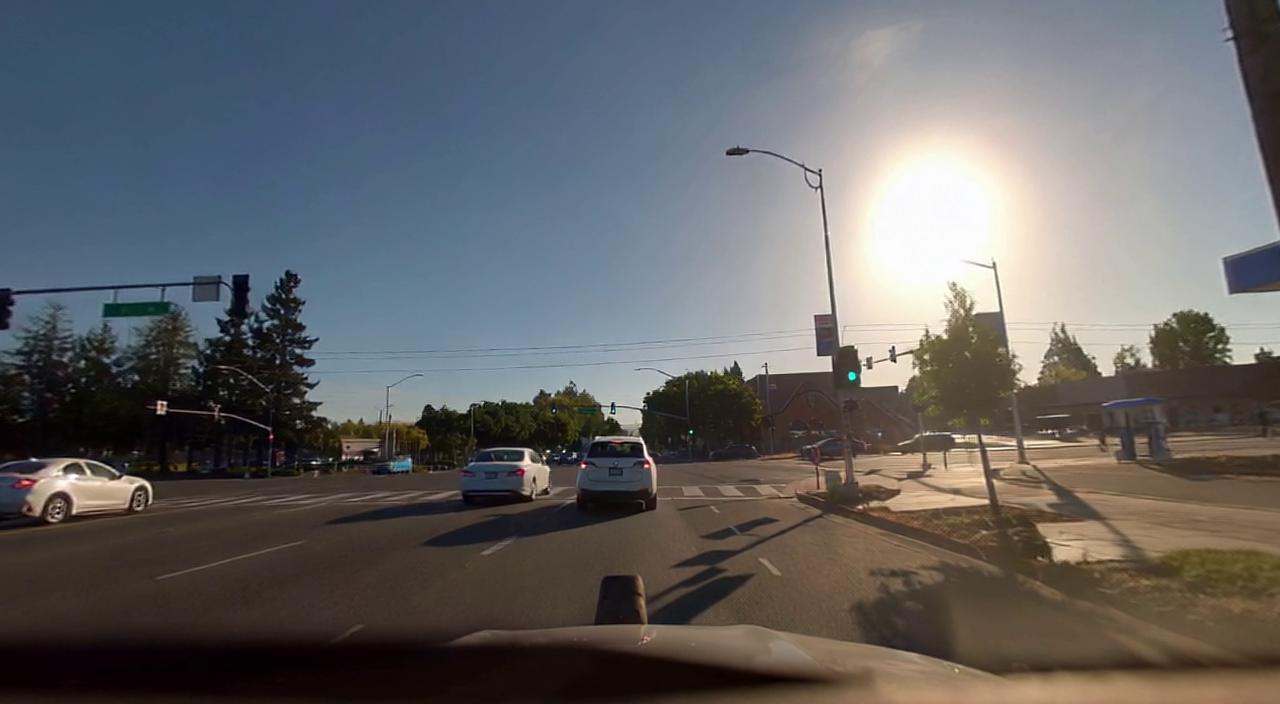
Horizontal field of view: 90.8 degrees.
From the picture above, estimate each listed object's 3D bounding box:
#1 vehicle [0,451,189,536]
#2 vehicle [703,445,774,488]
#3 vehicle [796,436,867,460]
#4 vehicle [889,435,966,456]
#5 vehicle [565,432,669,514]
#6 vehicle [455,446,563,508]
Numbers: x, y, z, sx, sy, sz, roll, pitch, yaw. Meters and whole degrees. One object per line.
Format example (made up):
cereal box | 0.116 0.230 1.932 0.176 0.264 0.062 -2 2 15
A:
vehicle | -13.455 3.193 14.967 1.995 1.626 4.592 0 -8 2
vehicle | 3.901 4.369 24.494 1.976 1.462 4.342 -3 -9 18
vehicle | 13.861 6.974 45.951 4.524 1.681 1.823 0 -8 0
vehicle | 20.720 6.762 45.668 4.700 1.417 1.789 0 -8 2
vehicle | -0.467 2.888 15.629 2.210 1.722 4.215 0 -8 1
vehicle | -3.488 3.397 17.723 2.003 1.492 4.291 0 -8 2
